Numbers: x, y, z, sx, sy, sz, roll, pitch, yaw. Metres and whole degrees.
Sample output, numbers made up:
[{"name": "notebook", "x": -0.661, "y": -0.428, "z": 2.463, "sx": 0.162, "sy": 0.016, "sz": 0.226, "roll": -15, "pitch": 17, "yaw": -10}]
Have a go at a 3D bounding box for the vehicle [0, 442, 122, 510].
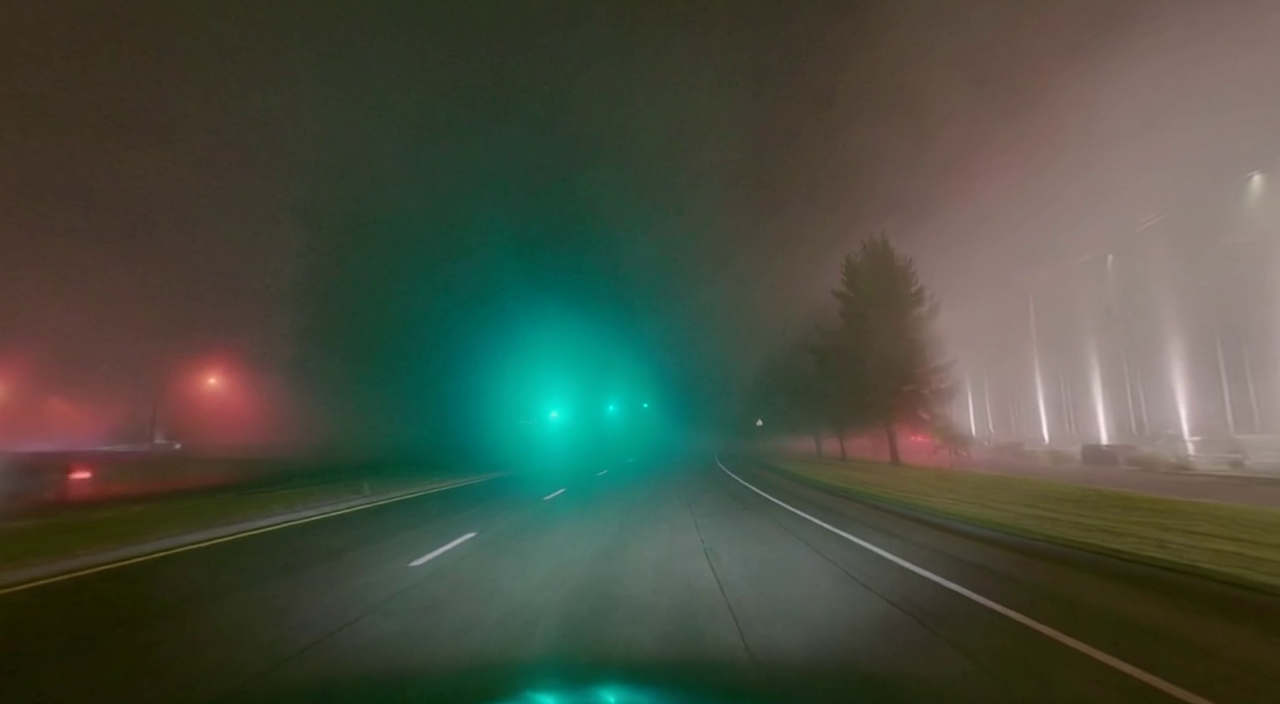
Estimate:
[{"name": "vehicle", "x": -15.264, "y": 2.920, "z": 15.053, "sx": 1.842, "sy": 1.529, "sz": 4.356, "roll": -1, "pitch": -9, "yaw": 7}]
